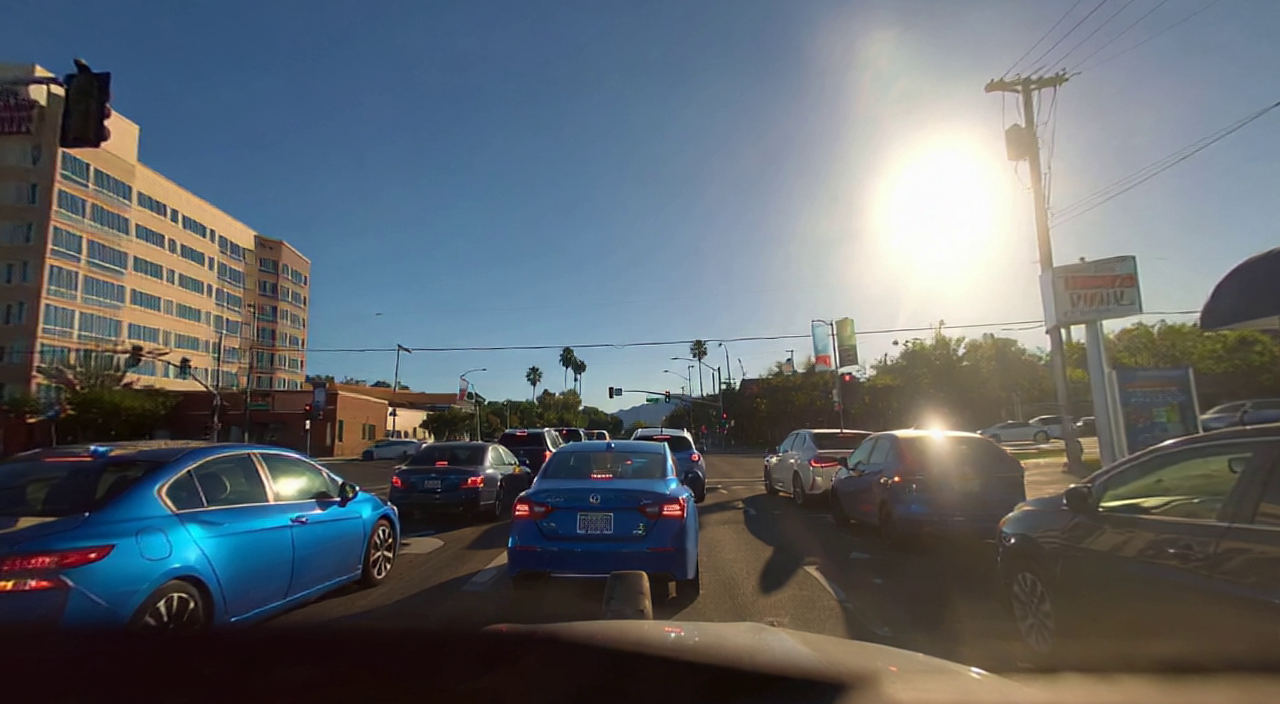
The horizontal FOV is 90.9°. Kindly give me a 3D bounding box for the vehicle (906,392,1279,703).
[{"bbox_3d":[3.400,1.071,3.490,1.981,1.499,4.536,0,-8,2],"label":"vehicle"}]

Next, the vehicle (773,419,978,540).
[{"bbox_3d":[3.758,2.106,11.028,2.007,1.683,4.171,0,-8,1],"label":"vehicle"}]

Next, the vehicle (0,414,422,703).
[{"bbox_3d":[-3.413,1.302,4.714,1.980,1.454,4.226,0,-8,1],"label":"vehicle"}]

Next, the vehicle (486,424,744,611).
[{"bbox_3d":[-0.188,1.625,7.111,2.059,1.477,3.988,0,-8,0],"label":"vehicle"}]
